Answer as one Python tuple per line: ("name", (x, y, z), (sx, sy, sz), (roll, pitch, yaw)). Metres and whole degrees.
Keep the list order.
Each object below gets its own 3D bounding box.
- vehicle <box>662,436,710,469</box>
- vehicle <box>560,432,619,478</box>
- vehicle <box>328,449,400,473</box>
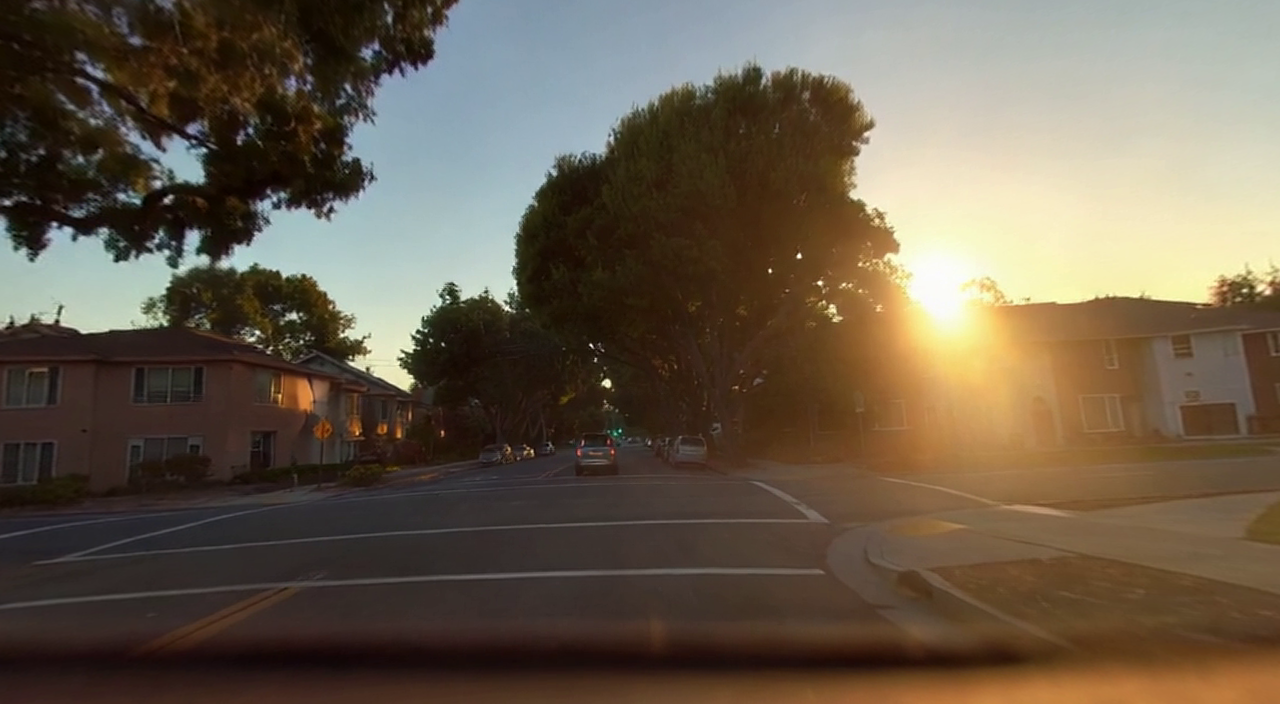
("vehicle", (2.339, 5.277, 33.103), (1.987, 1.608, 3.883), (1, -8, -4))
("vehicle", (-1.987, 4.203, 25.946), (2.172, 1.722, 4.201), (1, -8, -2))
("vehicle", (-17.918, 7.053, 41.007), (3.806, 1.501, 1.892), (0, -9, -1))
